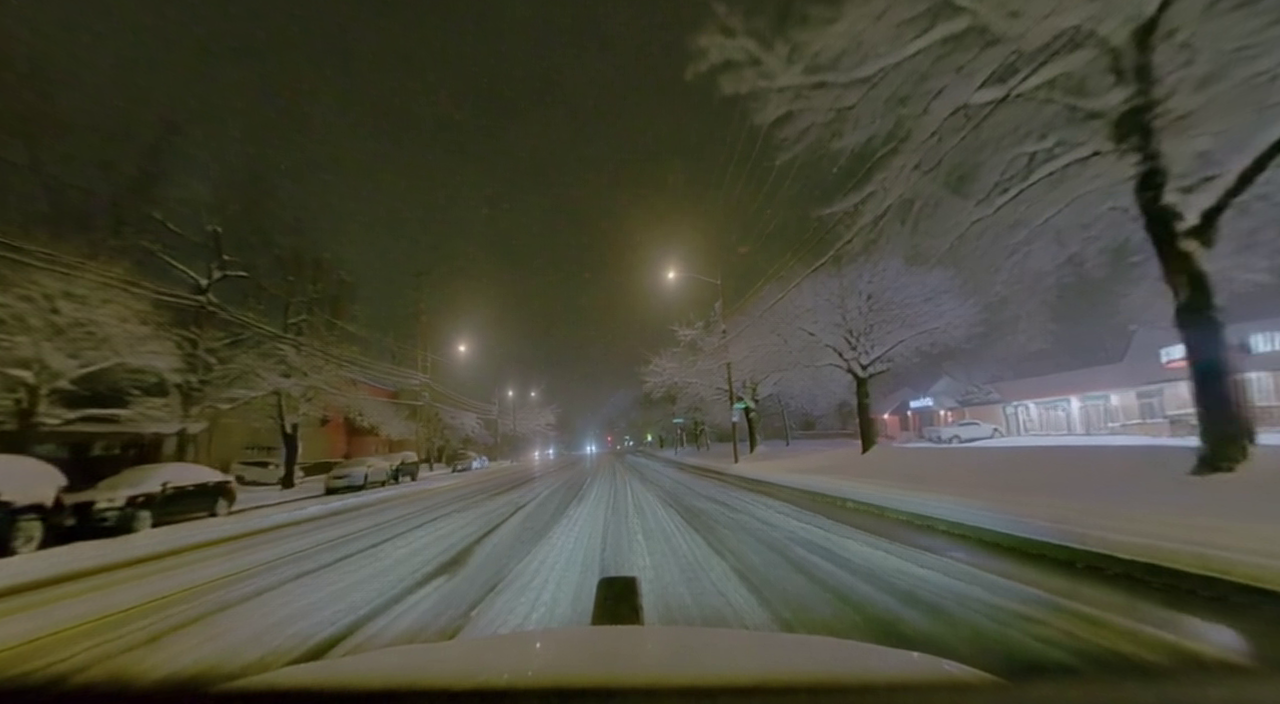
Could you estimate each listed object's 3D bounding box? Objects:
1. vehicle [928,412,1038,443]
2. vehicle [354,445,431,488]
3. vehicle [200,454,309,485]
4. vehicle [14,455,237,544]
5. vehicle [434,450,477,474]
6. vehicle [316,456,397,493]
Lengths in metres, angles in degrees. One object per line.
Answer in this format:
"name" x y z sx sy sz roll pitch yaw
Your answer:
"vehicle" 23.879 5.357 44.264 2.392 1.996 6.238 5 -10 -33
"vehicle" -13.267 6.134 34.216 2.351 1.905 5.138 -4 -9 -4
"vehicle" -25.409 7.717 41.786 5.661 1.896 2.302 0 -8 -2
"vehicle" -12.490 3.535 15.840 2.076 1.681 4.423 -4 -8 -3
"vehicle" -13.673 8.180 47.214 1.897 1.564 4.875 0 -8 -2
"vehicle" -12.935 5.602 29.155 1.958 1.457 4.254 0 -8 -3
